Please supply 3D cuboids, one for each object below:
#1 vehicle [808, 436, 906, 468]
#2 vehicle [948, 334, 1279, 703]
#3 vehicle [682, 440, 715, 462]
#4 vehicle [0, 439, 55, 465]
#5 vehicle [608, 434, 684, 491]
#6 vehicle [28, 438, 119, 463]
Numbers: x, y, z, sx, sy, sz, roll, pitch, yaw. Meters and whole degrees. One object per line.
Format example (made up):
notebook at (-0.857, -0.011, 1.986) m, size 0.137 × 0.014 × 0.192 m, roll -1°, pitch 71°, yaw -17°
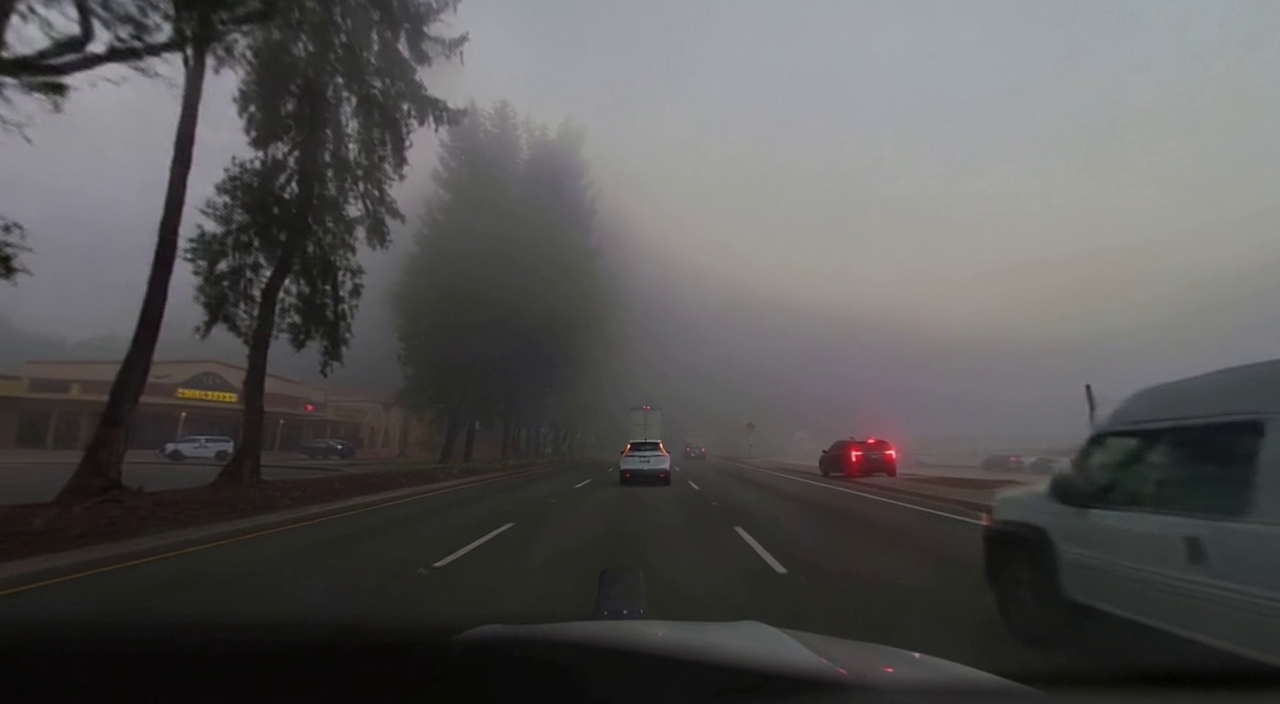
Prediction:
vehicle at (12.378, 5.730, 36.067) m, size 4.887 × 1.734 × 2.014 m, roll 0°, pitch -8°, yaw 2°
vehicle at (3.266, 0.796, 2.252) m, size 2.010 × 1.692 × 4.516 m, roll 0°, pitch -8°, yaw 0°
vehicle at (4.496, 7.693, 48.866) m, size 2.088 × 1.655 × 4.360 m, roll 0°, pitch -8°, yaw 0°
vehicle at (-36.506, 5.730, 36.136) m, size 3.640 × 1.447 × 1.788 m, roll 4°, pitch -9°, yaw -27°
vehicle at (0.179, 3.511, 20.313) m, size 2.193 × 1.651 × 3.946 m, roll 0°, pitch -8°, yaw 0°
vehicle at (-35.649, 6.198, 39.616) m, size 3.714 × 1.510 × 1.917 m, roll 4°, pitch -9°, yaw -24°
